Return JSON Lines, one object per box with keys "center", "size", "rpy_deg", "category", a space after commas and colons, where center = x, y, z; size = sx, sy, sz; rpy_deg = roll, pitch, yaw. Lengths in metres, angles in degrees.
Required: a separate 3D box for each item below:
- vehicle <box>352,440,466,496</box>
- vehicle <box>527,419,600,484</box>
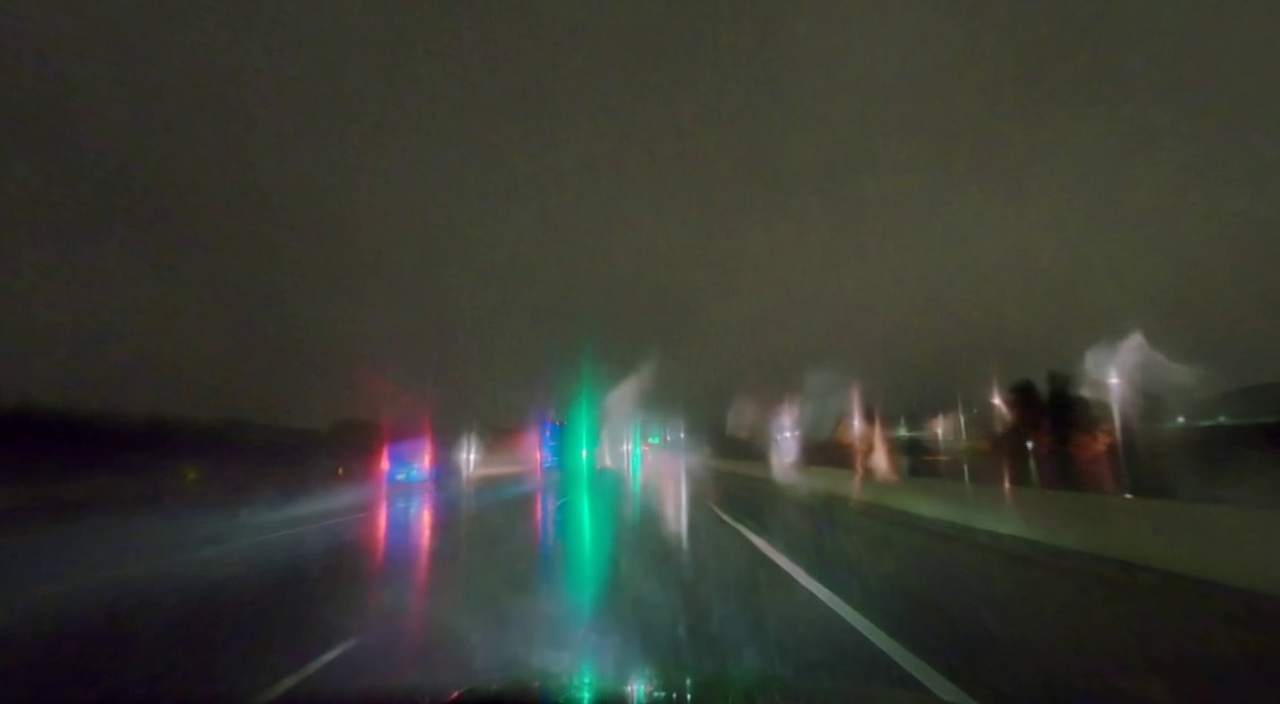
{"center": [-7.564, 3.829, 21.206], "size": [2.164, 1.664, 4.252], "rpy_deg": [0, -9, 1], "category": "vehicle"}
{"center": [-3.211, 4.397, 28.016], "size": [2.437, 2.565, 5.829], "rpy_deg": [0, -9, 1], "category": "vehicle"}
